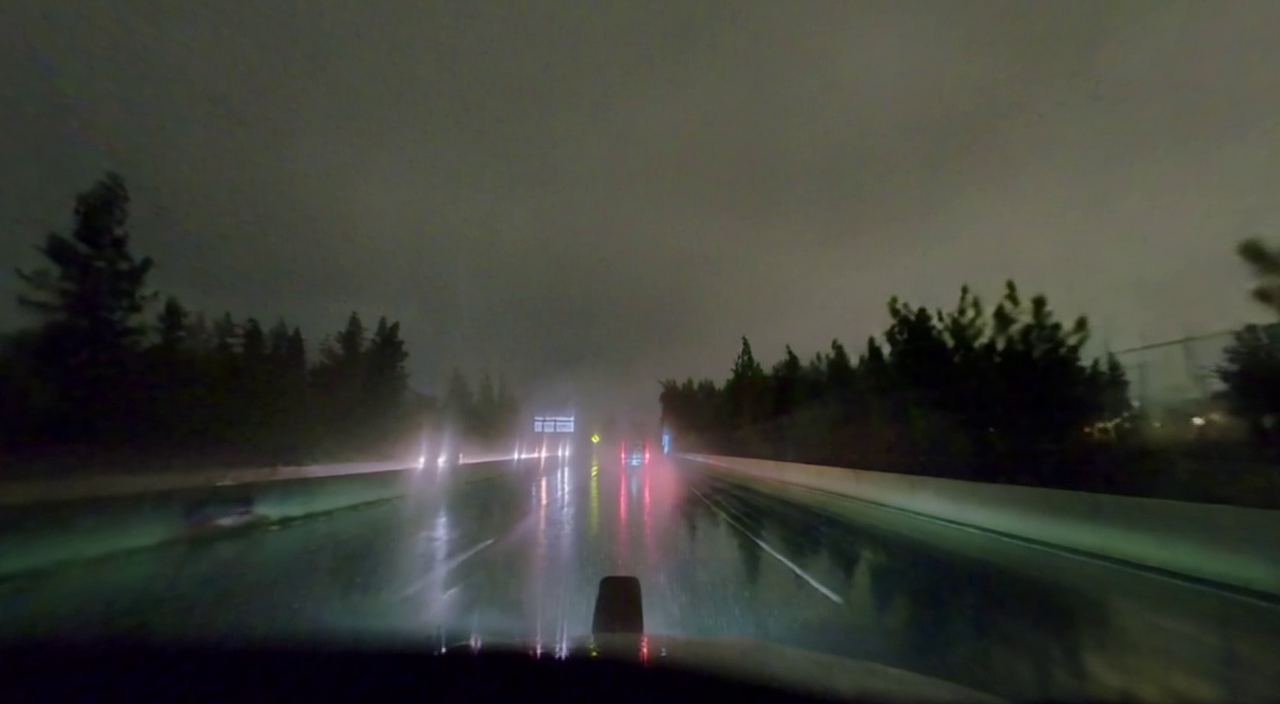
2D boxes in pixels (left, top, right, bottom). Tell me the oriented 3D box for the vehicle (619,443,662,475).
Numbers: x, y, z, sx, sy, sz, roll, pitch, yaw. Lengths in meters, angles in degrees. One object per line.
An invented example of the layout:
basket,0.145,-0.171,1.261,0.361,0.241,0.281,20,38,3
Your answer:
vehicle,-0.004,5.556,32.652,2.095,1.537,4.017,0,-9,-1

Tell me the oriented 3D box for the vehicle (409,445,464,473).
vehicle,-13.648,7.183,42.283,2.074,1.695,4.789,0,-9,0
